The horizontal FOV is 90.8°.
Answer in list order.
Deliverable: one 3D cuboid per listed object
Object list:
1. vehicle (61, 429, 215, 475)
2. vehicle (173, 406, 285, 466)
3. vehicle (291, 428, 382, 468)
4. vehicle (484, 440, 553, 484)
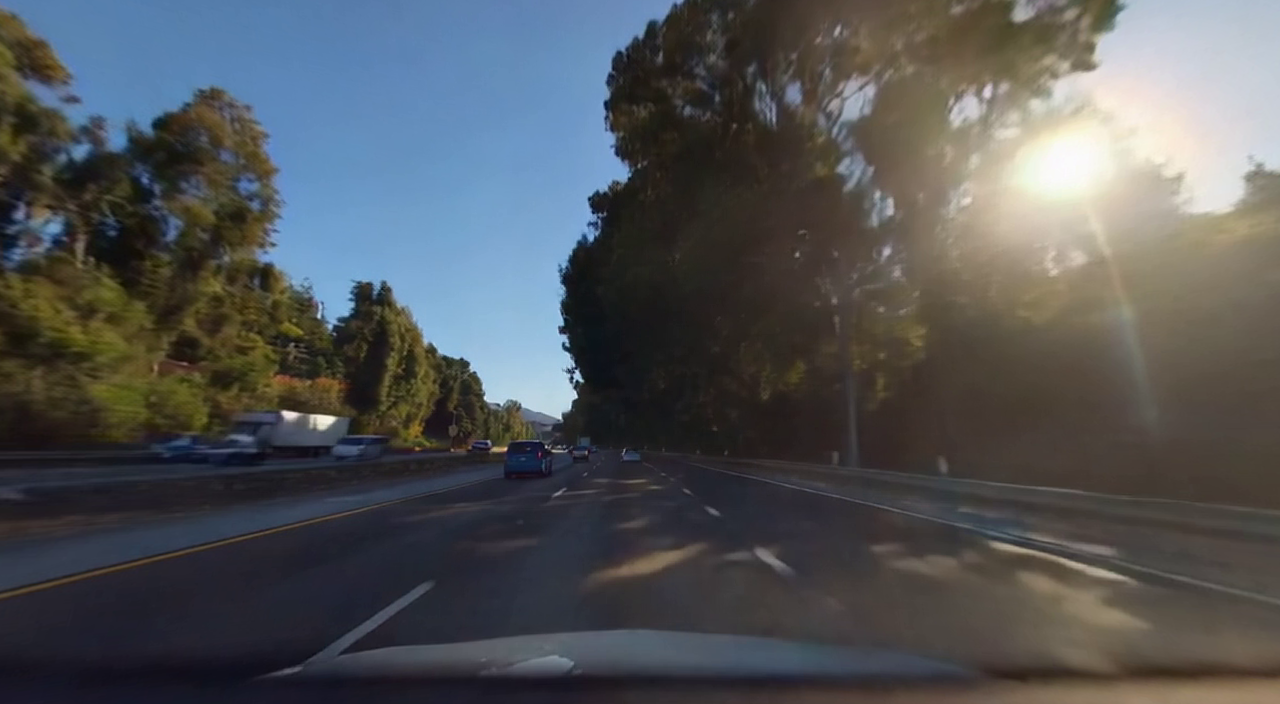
[{"bbox_3d":[-17.701,3.558,22.576,1.851,1.453,4.488,0,-9,-1],"label":"vehicle"},{"bbox_3d":[-17.853,3.722,27.690,2.131,2.428,4.017,0,-9,0],"label":"vehicle"},{"bbox_3d":[-13.694,4.391,28.820,1.934,1.650,4.563,0,-9,-1],"label":"vehicle"},{"bbox_3d":[-4.984,4.541,26.411,2.088,1.675,4.108,0,-9,0],"label":"vehicle"}]
